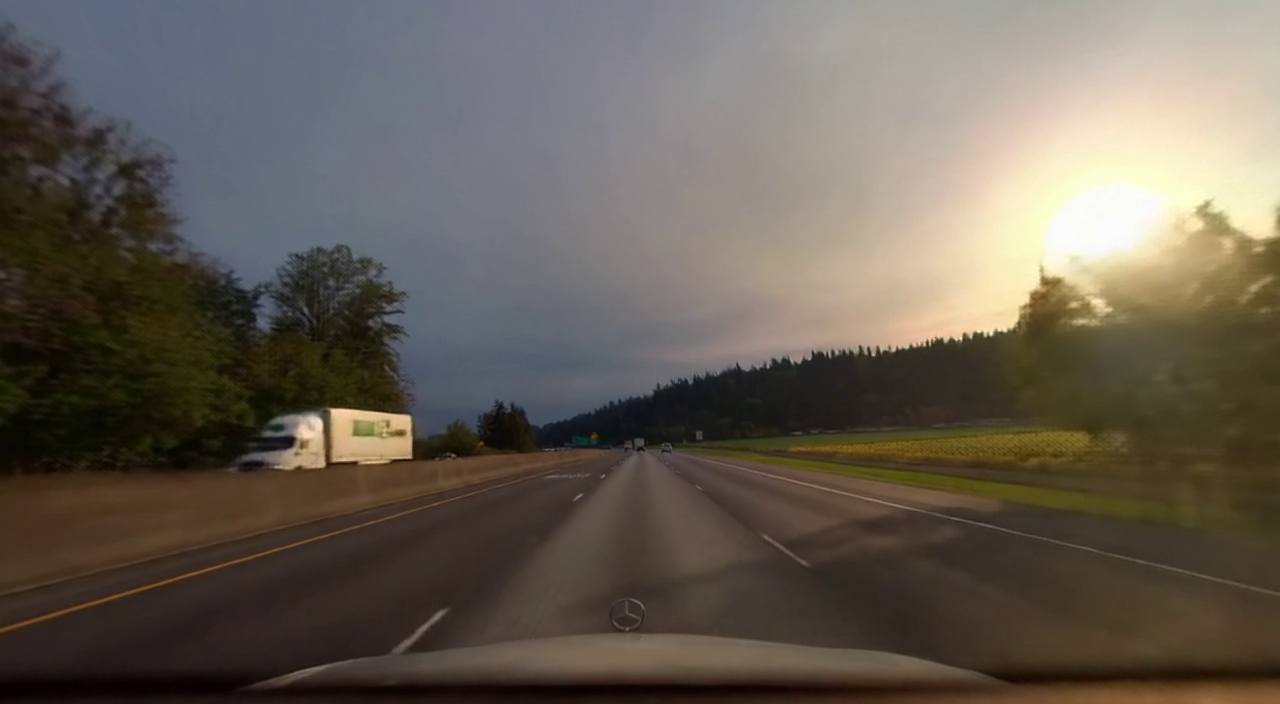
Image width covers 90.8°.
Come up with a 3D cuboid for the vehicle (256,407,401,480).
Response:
[{"bbox_3d":[-19.163,5.880,40.181,3.069,3.882,11.694,0,-9,1],"label":"vehicle"}]
